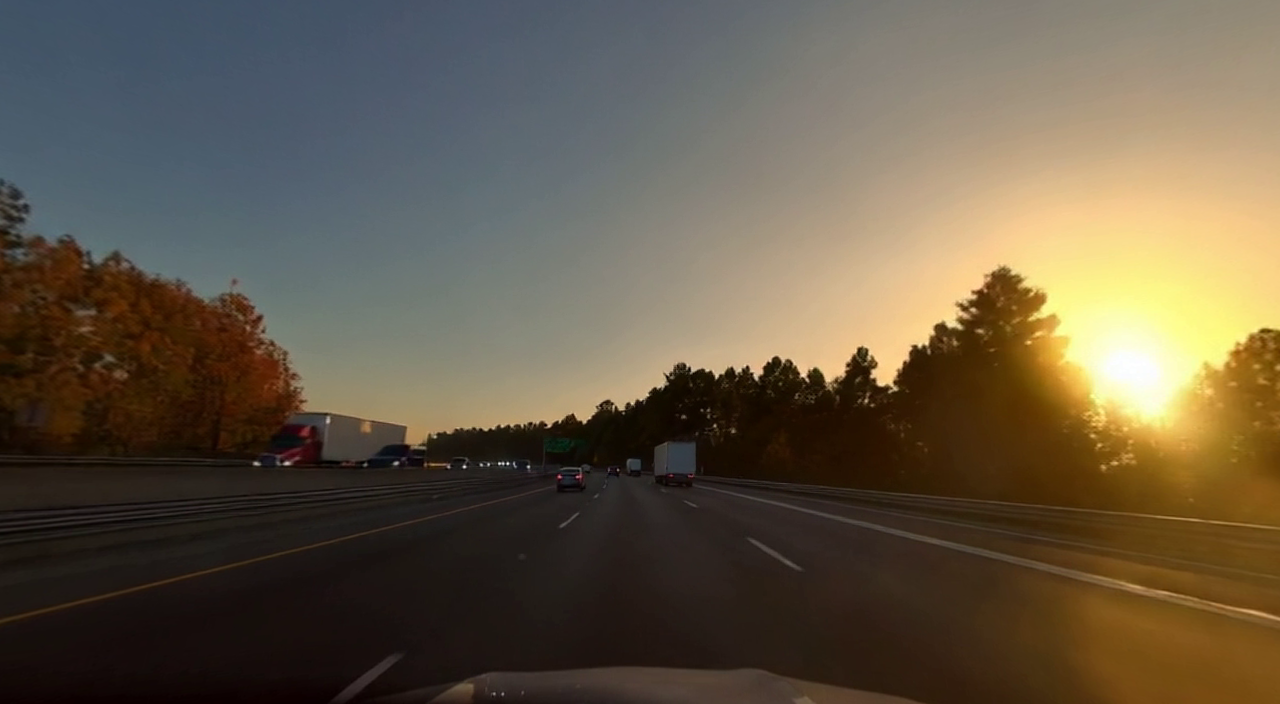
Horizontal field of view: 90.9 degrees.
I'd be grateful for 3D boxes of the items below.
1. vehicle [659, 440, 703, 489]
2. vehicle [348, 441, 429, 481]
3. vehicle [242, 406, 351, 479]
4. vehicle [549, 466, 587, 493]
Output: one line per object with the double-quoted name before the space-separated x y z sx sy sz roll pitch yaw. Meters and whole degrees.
"vehicle" 3.069 8.839 49.488 2.738 3.456 7.520 1 -11 -2
"vehicle" -12.345 5.433 31.324 2.058 1.786 4.890 1 -11 -1
"vehicle" -19.966 5.426 37.081 2.956 3.885 5.850 1 -11 -1
"vehicle" -4.209 7.510 37.244 1.868 1.485 3.770 1 -11 -1
